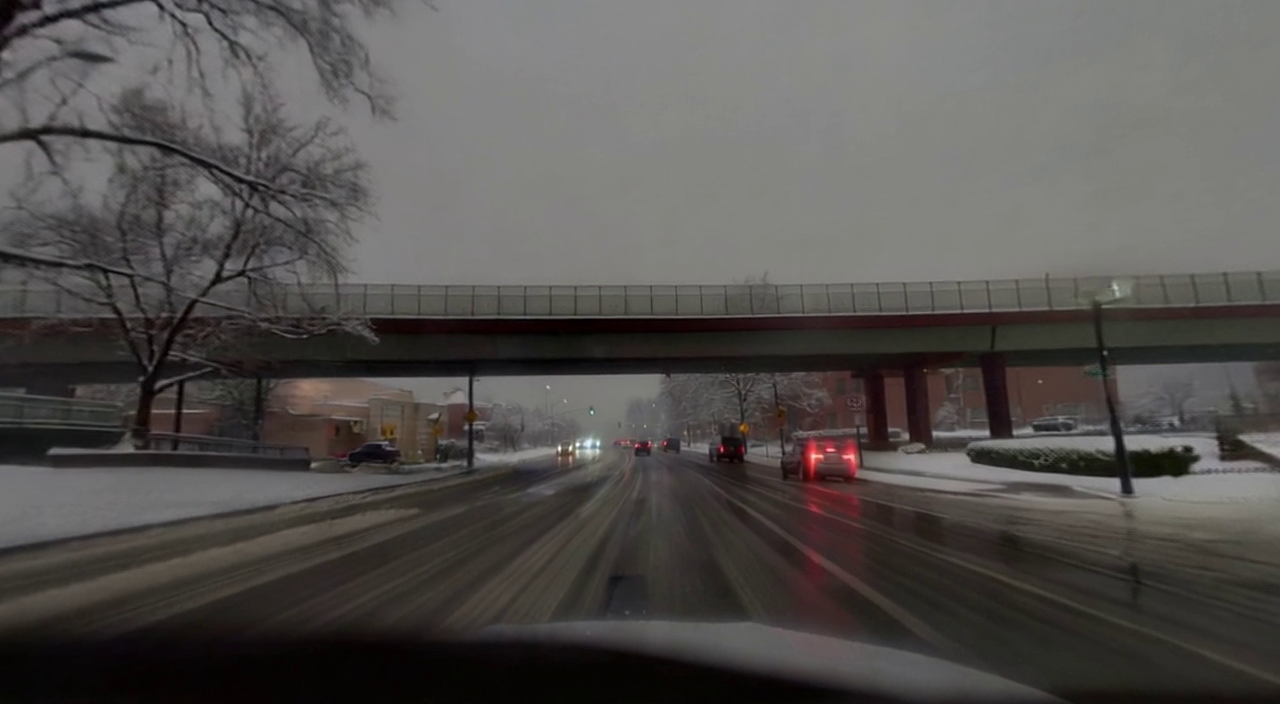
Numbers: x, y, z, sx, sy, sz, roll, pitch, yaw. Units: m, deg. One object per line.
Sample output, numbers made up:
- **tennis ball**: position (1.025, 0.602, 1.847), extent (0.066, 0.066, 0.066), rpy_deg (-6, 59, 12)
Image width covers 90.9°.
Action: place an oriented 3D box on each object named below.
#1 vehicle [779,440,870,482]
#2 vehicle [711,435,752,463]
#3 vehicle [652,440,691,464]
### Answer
- **vehicle**: position (6.910, 4.125, 24.134), extent (2.035, 1.435, 4.481), rpy_deg (0, -8, -2)
- **vehicle**: position (6.650, 7.089, 46.320), extent (2.154, 1.915, 4.908), rpy_deg (0, -8, -1)
- **vehicle**: position (1.978, 6.521, 41.070), extent (2.280, 1.475, 4.051), rpy_deg (0, -8, -1)
